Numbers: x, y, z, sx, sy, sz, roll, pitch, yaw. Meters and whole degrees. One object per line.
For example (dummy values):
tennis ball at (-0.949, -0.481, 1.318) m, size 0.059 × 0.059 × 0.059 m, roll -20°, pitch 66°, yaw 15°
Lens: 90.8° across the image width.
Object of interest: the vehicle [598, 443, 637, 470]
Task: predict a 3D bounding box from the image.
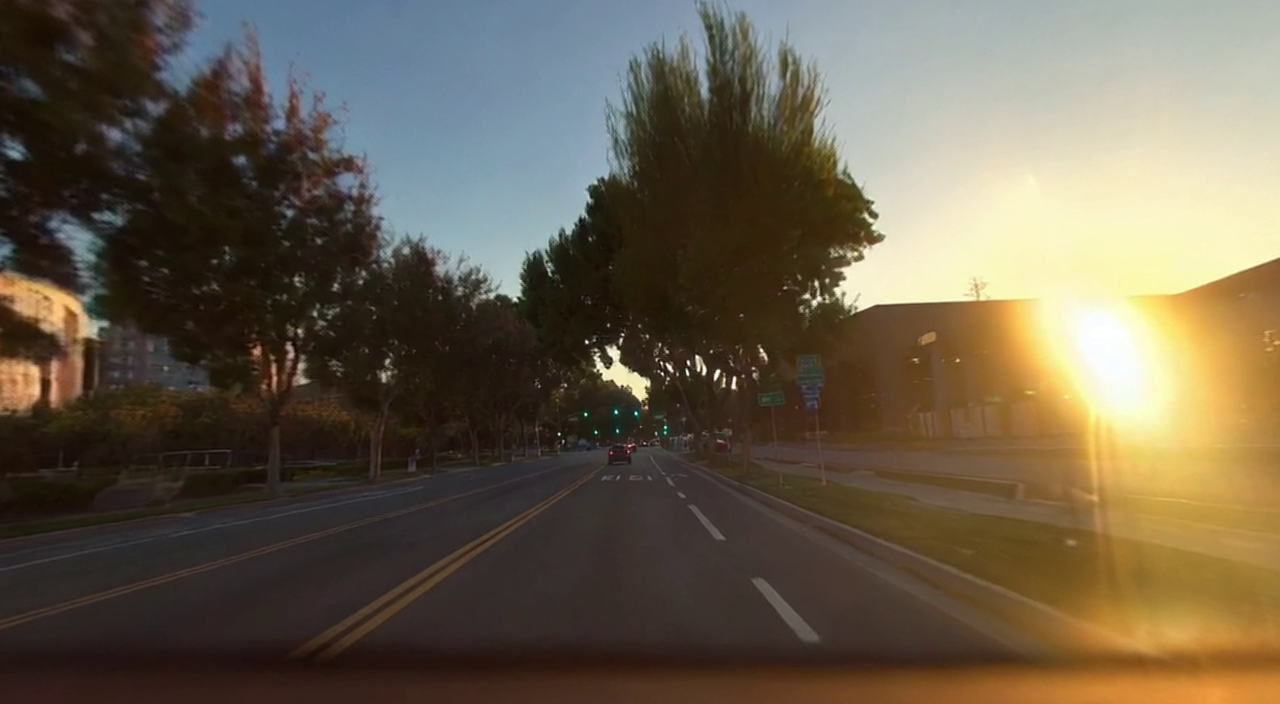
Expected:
vehicle at (-1.342, 6.104, 37.010) m, size 2.131 × 1.474 × 4.146 m, roll 0°, pitch -9°, yaw -3°
